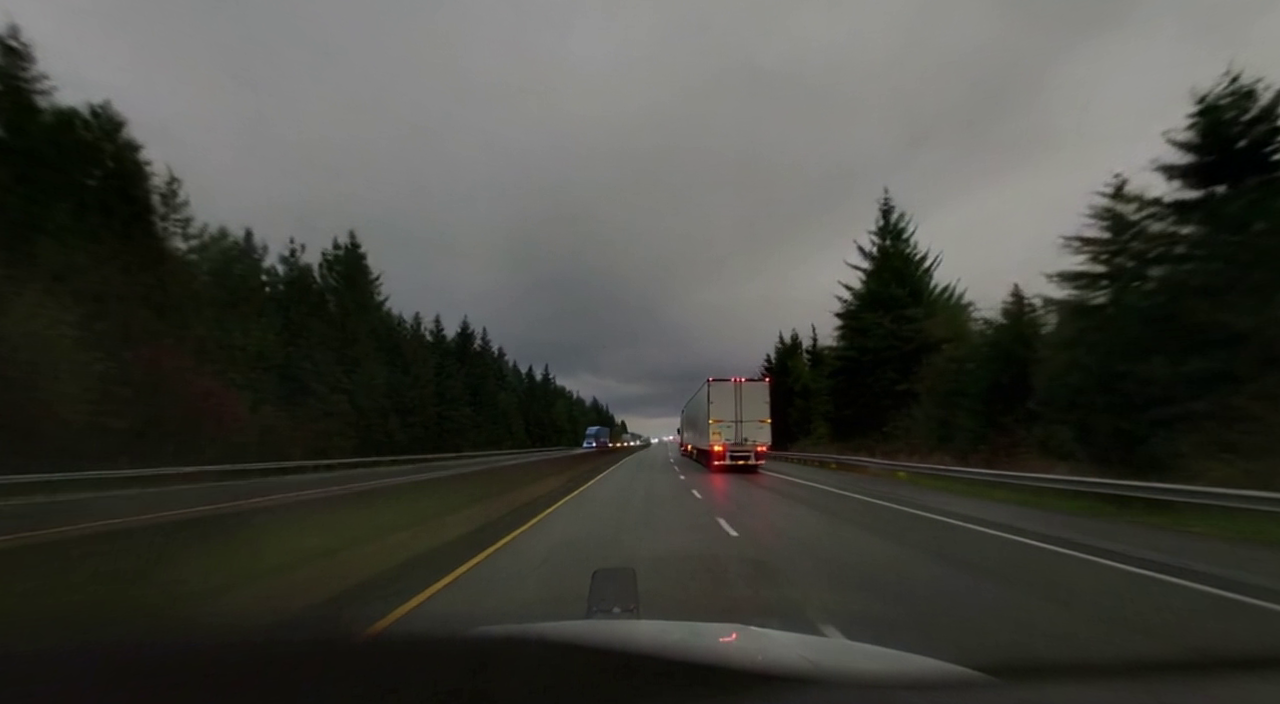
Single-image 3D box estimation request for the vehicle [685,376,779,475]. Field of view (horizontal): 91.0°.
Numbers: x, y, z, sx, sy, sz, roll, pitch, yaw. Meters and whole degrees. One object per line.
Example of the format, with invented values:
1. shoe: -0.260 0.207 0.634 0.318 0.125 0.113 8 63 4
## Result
1. vehicle: 4.244 3.951 32.593 2.917 3.995 13.574 -1 -8 1
